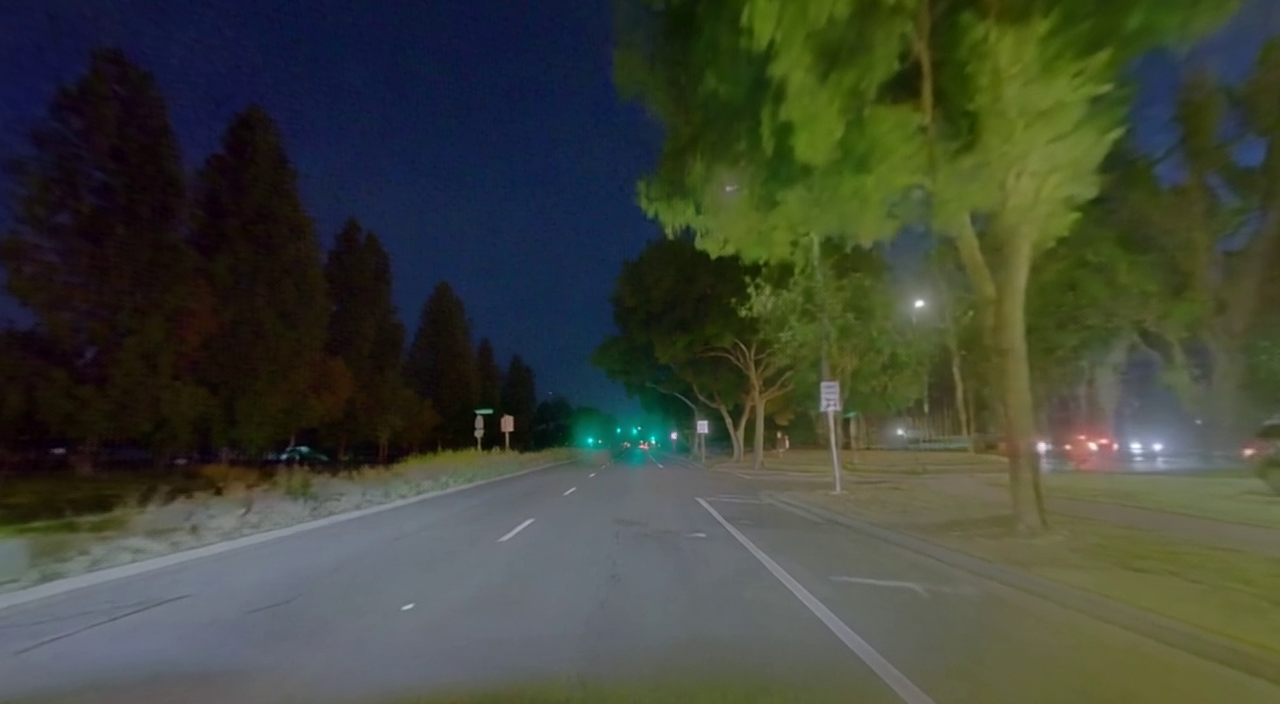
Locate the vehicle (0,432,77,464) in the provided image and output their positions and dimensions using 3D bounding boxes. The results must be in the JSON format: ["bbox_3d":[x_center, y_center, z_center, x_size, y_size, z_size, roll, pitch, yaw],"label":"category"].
[{"bbox_3d":[-46.243,7.276,47.927,1.991,2.142,5.123,-5,-6,0],"label":"vehicle"}]
